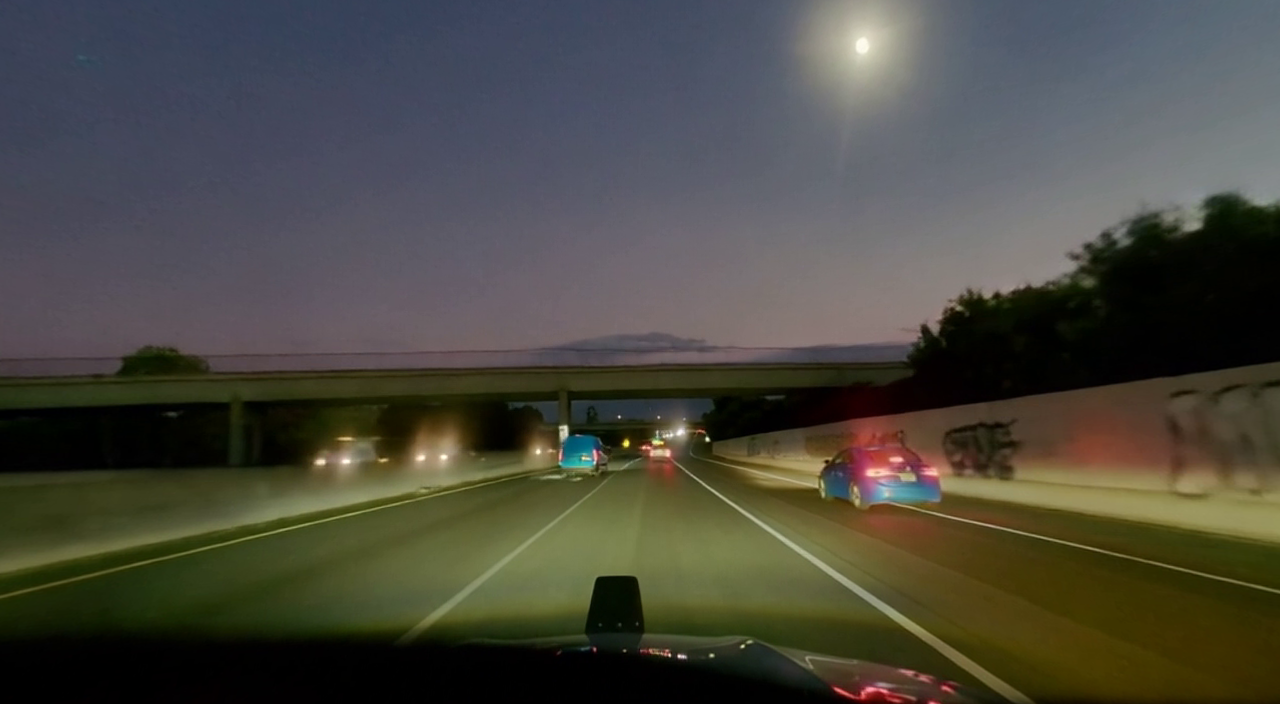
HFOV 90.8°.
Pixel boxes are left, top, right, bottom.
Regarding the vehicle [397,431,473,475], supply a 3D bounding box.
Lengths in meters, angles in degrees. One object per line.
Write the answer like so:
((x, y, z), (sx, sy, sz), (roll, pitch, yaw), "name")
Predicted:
((-11.711, 5.842, 36.611), (2.321, 2.316, 5.836), (0, -8, 1), "vehicle")

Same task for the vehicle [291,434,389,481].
((-16.173, 5.722, 34.484), (2.368, 2.331, 5.666), (0, -8, 2), "vehicle")

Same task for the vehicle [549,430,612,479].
((-2.566, 4.643, 28.814), (2.310, 2.030, 5.094), (0, -8, 1), "vehicle")

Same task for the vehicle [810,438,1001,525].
((5.238, 2.592, 13.284), (1.972, 1.492, 4.623), (0, -8, 0), "vehicle")
